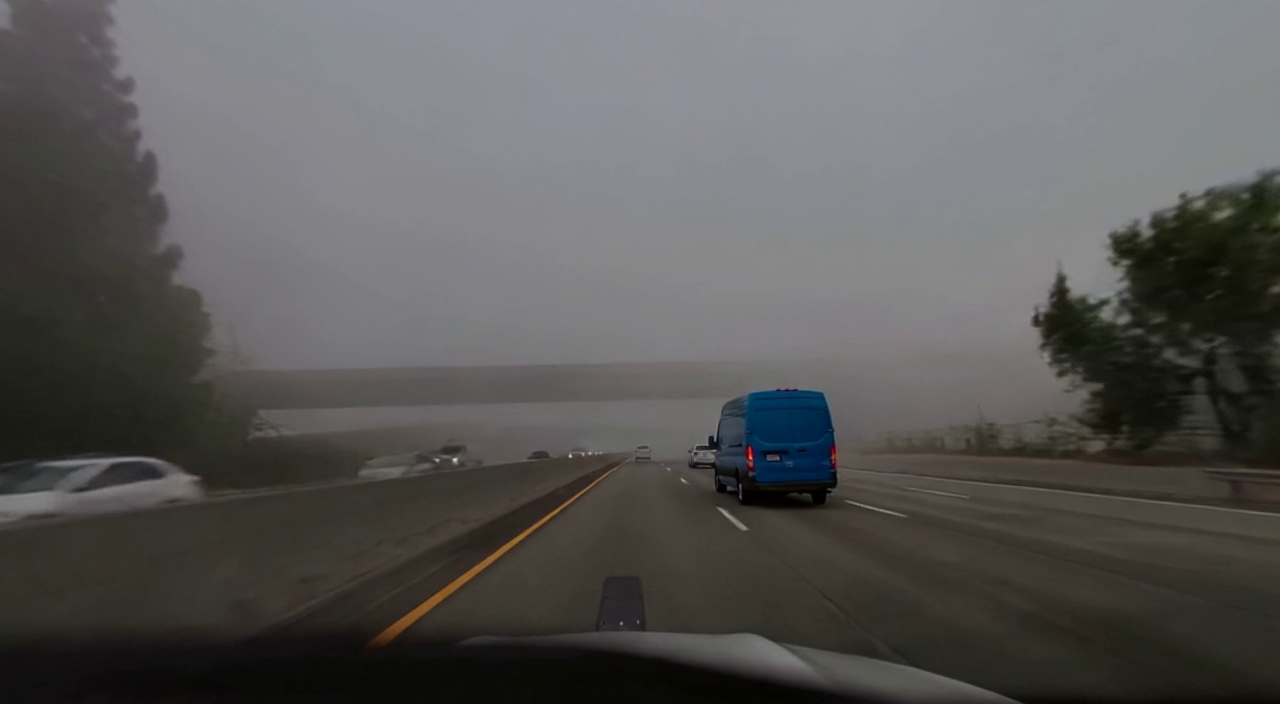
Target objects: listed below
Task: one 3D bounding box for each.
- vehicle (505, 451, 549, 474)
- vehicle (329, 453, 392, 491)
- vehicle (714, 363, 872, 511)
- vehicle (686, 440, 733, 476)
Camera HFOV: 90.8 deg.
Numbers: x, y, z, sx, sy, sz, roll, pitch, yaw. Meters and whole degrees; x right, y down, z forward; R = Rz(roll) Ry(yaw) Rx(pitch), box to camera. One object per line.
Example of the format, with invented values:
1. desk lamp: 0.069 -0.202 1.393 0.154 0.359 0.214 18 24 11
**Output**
1. vehicle: -7.575 7.444 42.819 1.932 1.381 5.404 -1 -9 1
2. vehicle: -15.254 6.546 34.612 1.912 1.893 3.151 -1 -9 1
3. vehicle: 3.692 2.346 17.119 2.460 3.155 6.902 0 -9 0
4. vehicle: 3.623 5.596 33.511 2.009 1.731 4.149 0 -9 0
